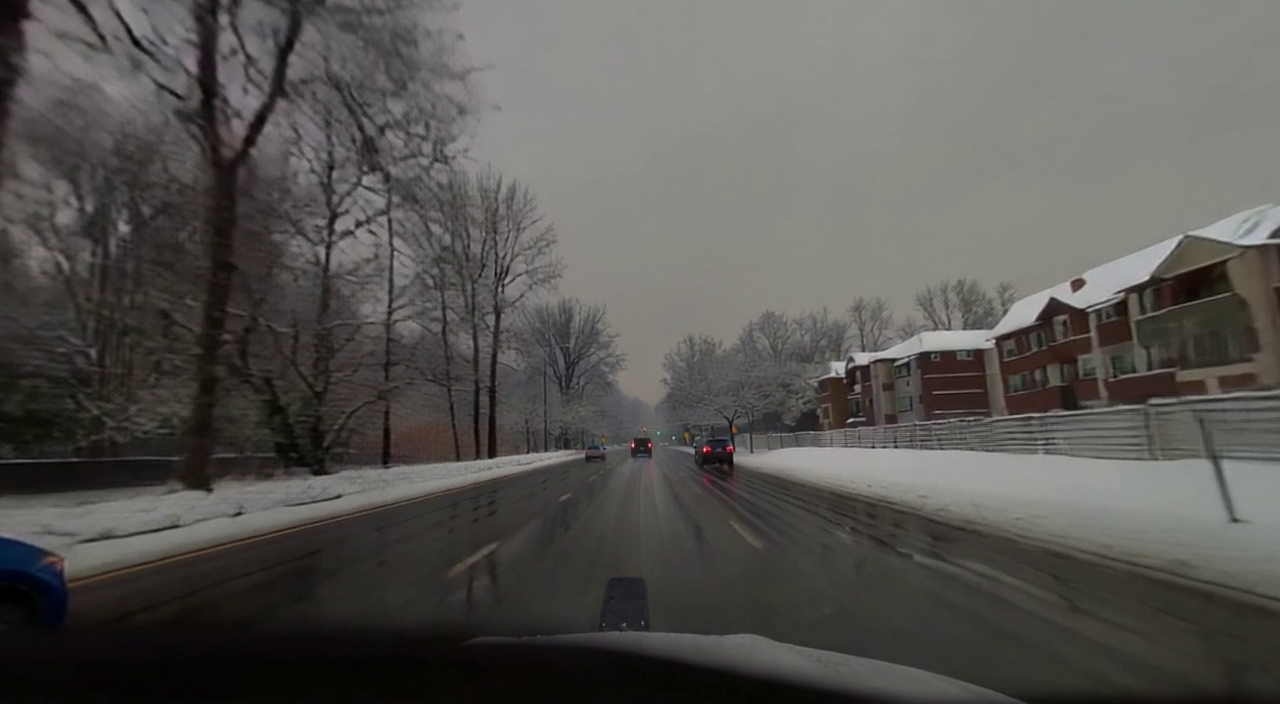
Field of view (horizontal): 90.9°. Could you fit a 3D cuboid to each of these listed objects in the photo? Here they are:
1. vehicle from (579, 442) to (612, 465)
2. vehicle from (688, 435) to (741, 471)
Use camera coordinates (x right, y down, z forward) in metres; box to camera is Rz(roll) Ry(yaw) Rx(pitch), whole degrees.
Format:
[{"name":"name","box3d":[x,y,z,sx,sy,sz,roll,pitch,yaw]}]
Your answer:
[{"name":"vehicle","box3d":[-2.998,6.912,43.228,1.940,1.473,4.133,0,-8,1]},{"name":"vehicle","box3d":[3.804,5.235,32.819,2.182,1.688,4.187,0,-8,-1]}]
